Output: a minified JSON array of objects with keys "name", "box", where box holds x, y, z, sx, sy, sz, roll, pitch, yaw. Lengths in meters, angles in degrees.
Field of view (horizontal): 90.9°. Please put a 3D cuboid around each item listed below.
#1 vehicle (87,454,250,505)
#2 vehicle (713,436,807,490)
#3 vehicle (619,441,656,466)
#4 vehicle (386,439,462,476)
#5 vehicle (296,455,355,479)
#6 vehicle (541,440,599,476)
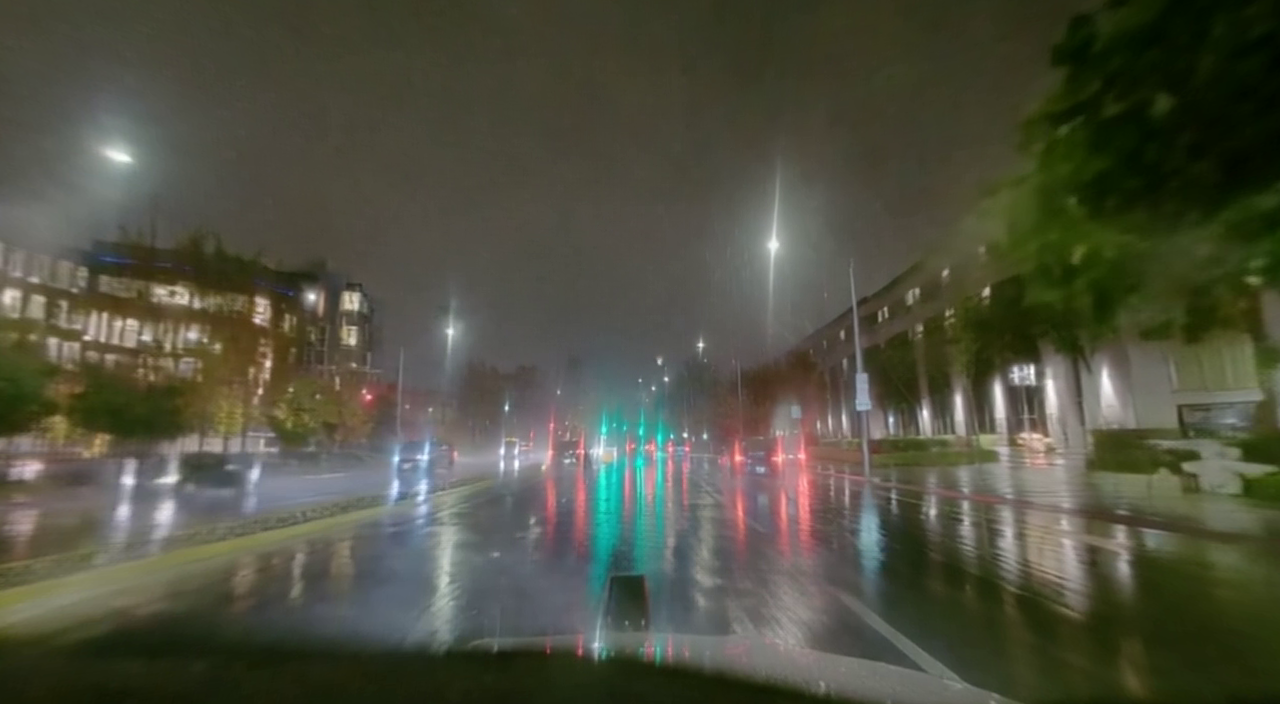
[{"name":"vehicle","box":[-16.005,4.298,21.793,2.018,1.465,4.672,0,-8,0]},{"name":"vehicle","box":[3.585,3.399,19.738,1.990,1.486,4.431,0,-8,-1]},{"name":"vehicle","box":[-0.175,6.169,38.536,2.101,1.480,3.929,0,-8,-1]},{"name":"vehicle","box":[-12.298,6.021,36.447,2.296,1.941,5.816,-1,-8,0]},{"name":"vehicle","box":[-22.459,8.212,45.247,1.801,1.467,4.723,0,-8,0]},{"name":"vehicle","box":[-3.068,4.754,28.515,2.082,1.467,4.379,0,-8,1]}]
